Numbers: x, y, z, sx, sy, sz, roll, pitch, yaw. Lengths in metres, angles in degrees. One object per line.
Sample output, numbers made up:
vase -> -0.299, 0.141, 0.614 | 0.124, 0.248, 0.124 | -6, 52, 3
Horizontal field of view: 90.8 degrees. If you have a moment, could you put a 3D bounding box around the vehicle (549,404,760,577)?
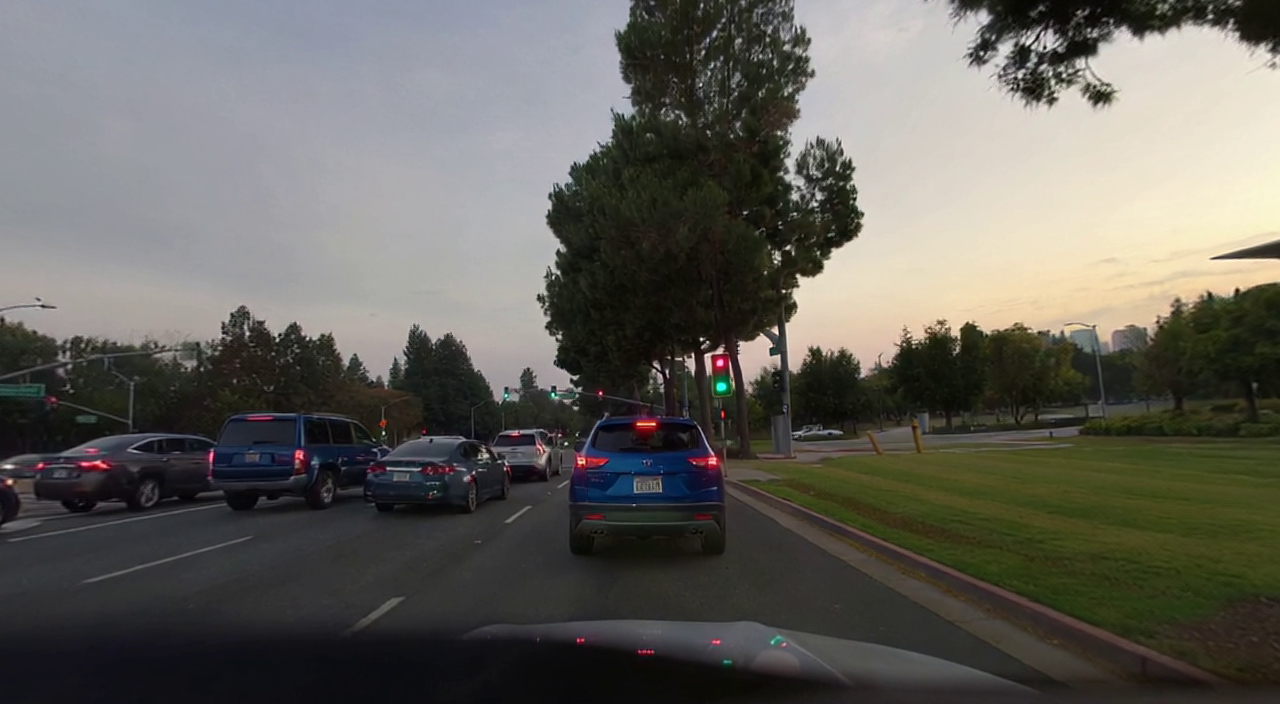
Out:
vehicle -> 0.102, 1.676, 8.400 | 2.055, 1.681, 4.270 | 0, -9, -1

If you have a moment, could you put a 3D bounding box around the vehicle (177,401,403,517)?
vehicle -> -7.403, 2.348, 14.245 | 2.195, 2.093, 5.185 | 0, -9, -2

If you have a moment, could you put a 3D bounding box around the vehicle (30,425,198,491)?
vehicle -> -17.678, 3.575, 21.589 | 2.136, 1.976, 4.342 | 0, -9, -4

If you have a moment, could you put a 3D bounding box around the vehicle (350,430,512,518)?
vehicle -> -4.087, 2.453, 13.208 | 1.942, 1.523, 4.212 | 0, -9, 0
